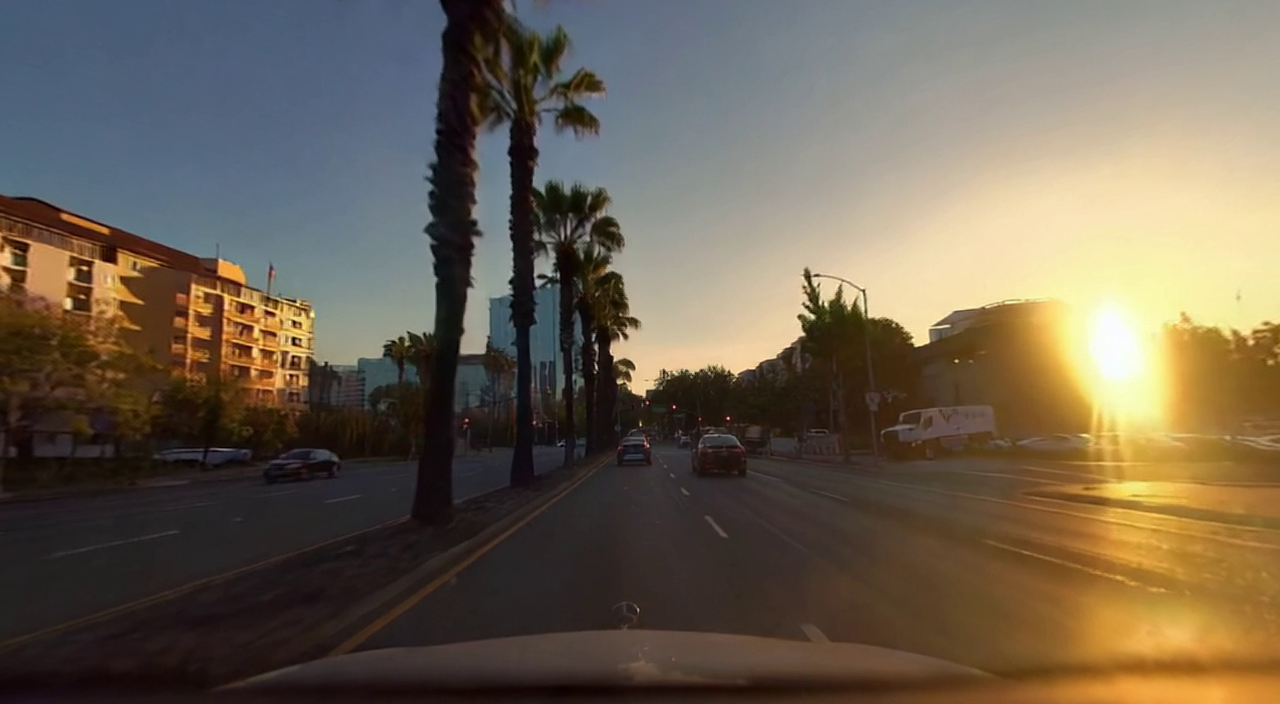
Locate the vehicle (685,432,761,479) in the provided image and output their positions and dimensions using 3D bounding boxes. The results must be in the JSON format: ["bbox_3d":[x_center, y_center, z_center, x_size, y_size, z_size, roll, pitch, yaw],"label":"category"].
[{"bbox_3d":[3.044,3.912,24.079,2.195,1.590,4.668,0,-8,-1],"label":"vehicle"}]

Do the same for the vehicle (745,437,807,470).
[{"bbox_3d":[6.692,5.041,31.441,1.975,1.483,4.769,0,-8,-1],"label":"vehicle"}]

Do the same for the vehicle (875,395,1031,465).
[{"bbox_3d":[17.534,4.424,35.581,7.270,3.743,2.677,1,-8,-3],"label":"vehicle"}]

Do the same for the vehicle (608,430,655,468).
[{"bbox_3d":[-0.421,5.059,32.932,2.277,1.816,4.192,0,-8,-1],"label":"vehicle"}]

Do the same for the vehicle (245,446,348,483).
[{"bbox_3d":[-14.954,4.873,27.727,1.887,1.454,4.588,0,-8,1],"label":"vehicle"}]
